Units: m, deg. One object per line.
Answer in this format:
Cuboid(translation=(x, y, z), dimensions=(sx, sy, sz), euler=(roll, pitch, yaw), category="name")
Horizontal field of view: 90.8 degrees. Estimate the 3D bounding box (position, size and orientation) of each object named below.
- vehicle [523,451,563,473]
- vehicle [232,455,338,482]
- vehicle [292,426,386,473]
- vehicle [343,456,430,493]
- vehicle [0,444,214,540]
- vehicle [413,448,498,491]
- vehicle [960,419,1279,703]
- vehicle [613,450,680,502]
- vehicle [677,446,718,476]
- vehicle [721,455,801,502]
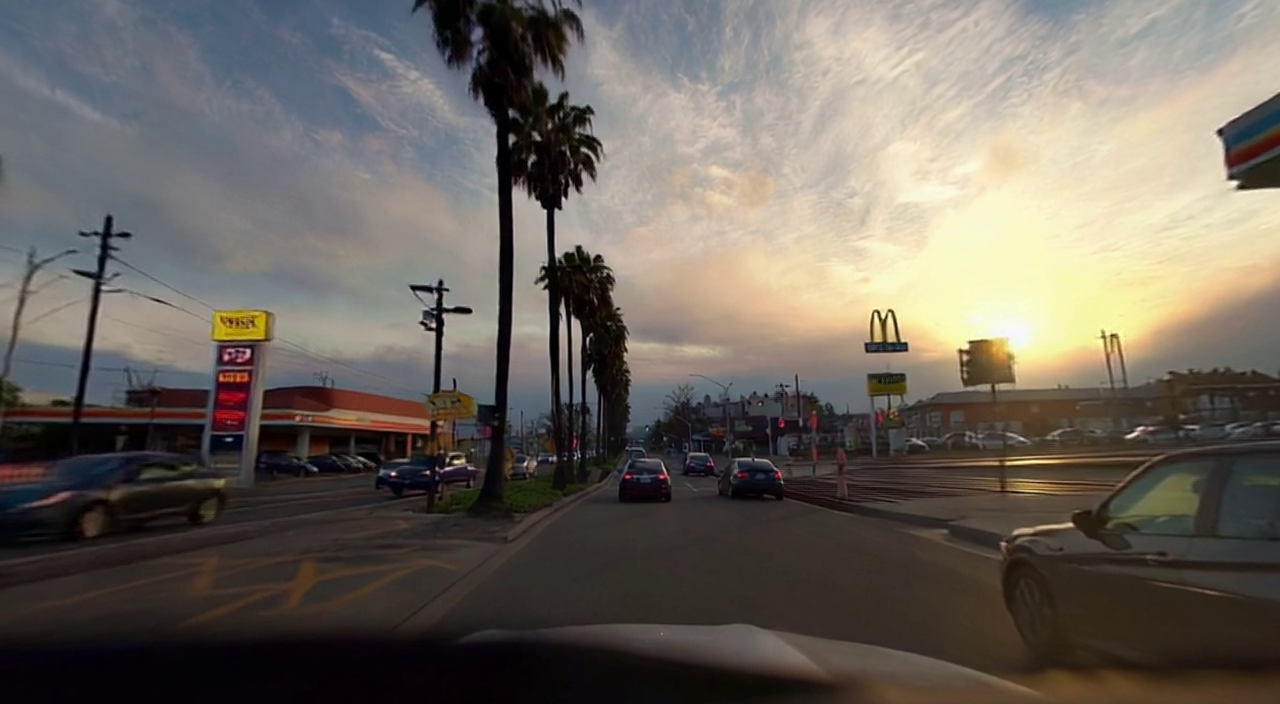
Cuboid(translation=(-6.935, 7.911, 45.535), dimensions=(2.052, 1.483, 4.751), euler=(-1, -9, 1), category="vehicle")
Cuboid(translation=(-20.412, 6.715, 36.474), dimensions=(4.858, 1.489, 2.147), euler=(-1, -10, 5), category="vehicle")
Cuboid(translation=(-23.173, 7.653, 49.284), dimensions=(2.791, 3.271, 7.924), euler=(-1, -10, 5), category="vehicle")
Cuboid(translation=(-11.182, 5.410, 28.243), dimensions=(1.908, 1.506, 4.397), euler=(-1, -9, 2), category="vehicle")
Cuboid(translation=(-12.069, 2.955, 13.923), dimensions=(2.006, 1.737, 4.537), euler=(-1, -9, 3), category="vehicle")
Cuboid(translation=(-8.018, 5.147, 27.969), dimensions=(1.980, 1.719, 4.963), euler=(-1, -9, 4), category="vehicle")
Cuboid(translation=(3.576, 1.080, 2.929), dimensions=(1.987, 1.474, 4.198), euler=(0, -9, 0), category="vehicle")
Cuboid(translation=(0.172, 4.077, 21.140), dimensions=(2.021, 1.550, 4.090), euler=(0, -9, -1), category="vehicle")
Cuboid(translation=(3.783, 7.293, 42.343), dimensions=(2.299, 1.803, 5.434), euler=(0, -9, 1), category="vehicle")
Cuboid(translation=(4.074, 4.309, 21.940), dimensions=(1.889, 1.448, 4.262), euler=(0, -9, 0), category="vehicle")
